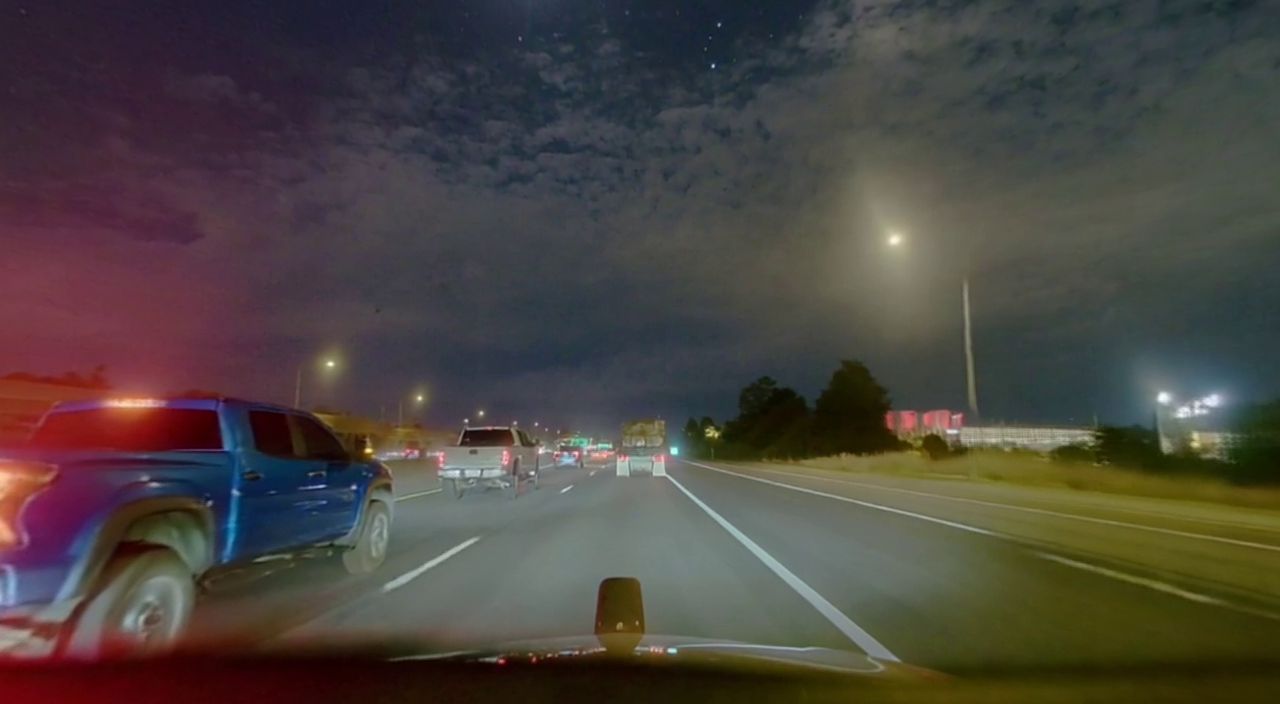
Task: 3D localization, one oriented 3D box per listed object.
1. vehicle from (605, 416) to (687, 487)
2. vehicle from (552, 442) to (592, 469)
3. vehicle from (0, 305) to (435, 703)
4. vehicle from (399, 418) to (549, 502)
[{"bbox_3d":[0.071,4.058,26.084,2.886,2.471,7.692,0,-8,-2],"label":"vehicle"},{"bbox_3d":[-4.854,7.469,45.879,2.329,1.859,4.823,0,-8,0],"label":"vehicle"},{"bbox_3d":[-3.563,1.100,4.749,2.303,1.835,5.044,0,-8,1],"label":"vehicle"},{"bbox_3d":[-4.345,2.982,17.842,2.575,1.958,5.730,0,-8,1],"label":"vehicle"}]
